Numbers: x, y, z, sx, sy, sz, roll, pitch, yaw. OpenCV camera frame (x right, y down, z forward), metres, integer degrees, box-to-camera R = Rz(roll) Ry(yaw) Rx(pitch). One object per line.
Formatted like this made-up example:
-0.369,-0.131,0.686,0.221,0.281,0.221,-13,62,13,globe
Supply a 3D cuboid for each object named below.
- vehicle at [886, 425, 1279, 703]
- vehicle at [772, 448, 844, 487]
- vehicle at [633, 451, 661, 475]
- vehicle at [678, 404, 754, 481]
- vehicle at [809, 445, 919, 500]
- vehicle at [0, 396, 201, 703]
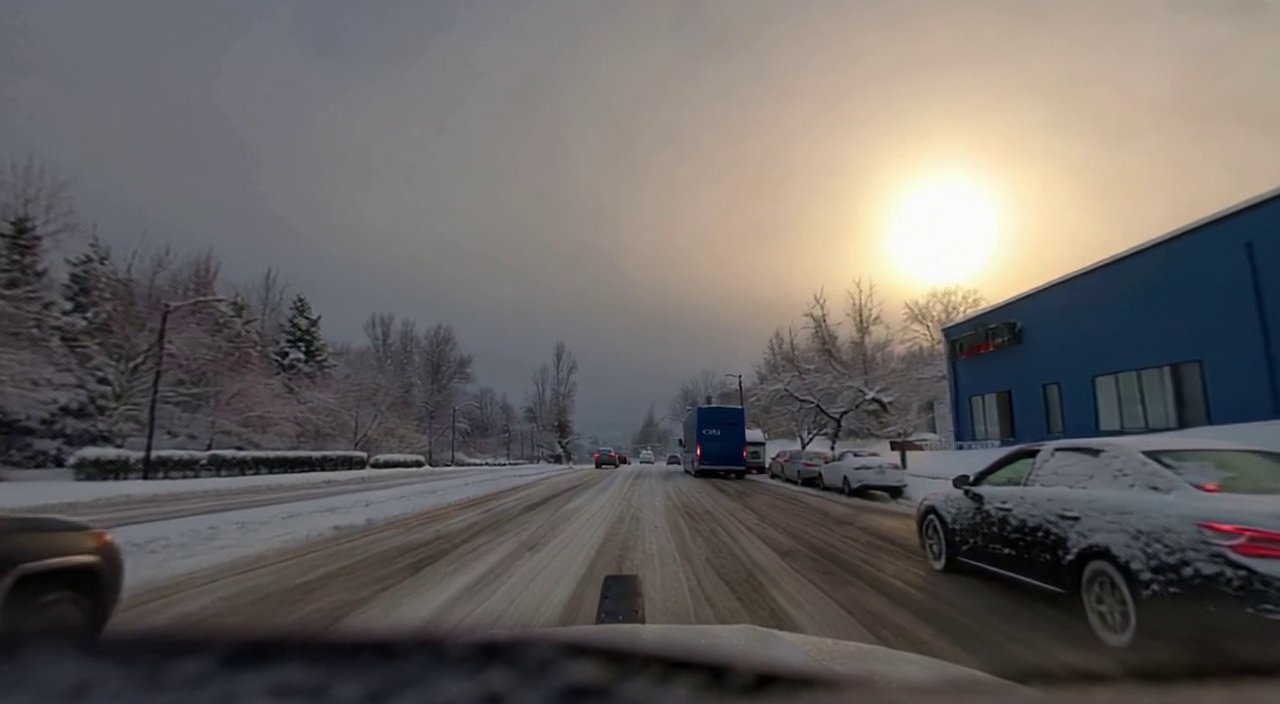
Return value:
3.757,1.320,4.533,1.915,1.449,4.970,0,-9,-1,vehicle
7.043,4.861,26.878,1.859,1.467,4.749,0,-9,1,vehicle
0.470,7.807,44.427,1.846,1.528,4.348,0,-9,0,vehicle
3.977,5.209,35.855,3.003,3.680,10.684,0,-9,0,vehicle
7.049,3.996,20.411,1.889,1.417,4.759,-3,-14,1,vehicle
-3.635,0.800,1.583,1.751,1.540,4.481,-1,-9,1,vehicle
